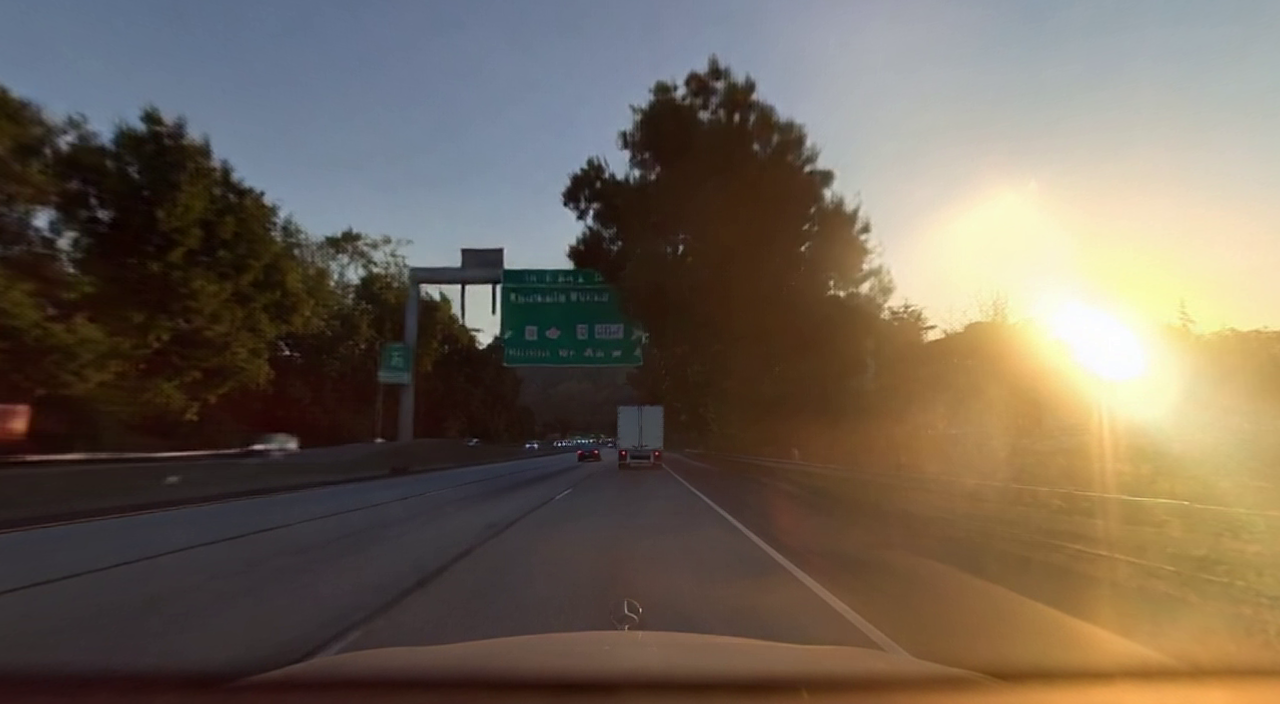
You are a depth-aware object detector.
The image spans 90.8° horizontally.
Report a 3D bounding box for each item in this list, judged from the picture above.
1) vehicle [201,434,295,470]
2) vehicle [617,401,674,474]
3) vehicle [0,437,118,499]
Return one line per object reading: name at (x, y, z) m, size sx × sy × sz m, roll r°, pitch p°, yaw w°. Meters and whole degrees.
vehicle at (-19.737, 5.069, 31.996) m, size 1.989 × 1.700 × 4.294 m, roll 0°, pitch -9°, yaw 0°
vehicle at (0.138, 5.429, 39.134) m, size 2.976 × 3.800 × 12.335 m, roll 0°, pitch -9°, yaw -1°
vehicle at (-16.302, 2.966, 16.210) m, size 1.897 × 1.464 × 4.483 m, roll 0°, pitch -9°, yaw 1°
